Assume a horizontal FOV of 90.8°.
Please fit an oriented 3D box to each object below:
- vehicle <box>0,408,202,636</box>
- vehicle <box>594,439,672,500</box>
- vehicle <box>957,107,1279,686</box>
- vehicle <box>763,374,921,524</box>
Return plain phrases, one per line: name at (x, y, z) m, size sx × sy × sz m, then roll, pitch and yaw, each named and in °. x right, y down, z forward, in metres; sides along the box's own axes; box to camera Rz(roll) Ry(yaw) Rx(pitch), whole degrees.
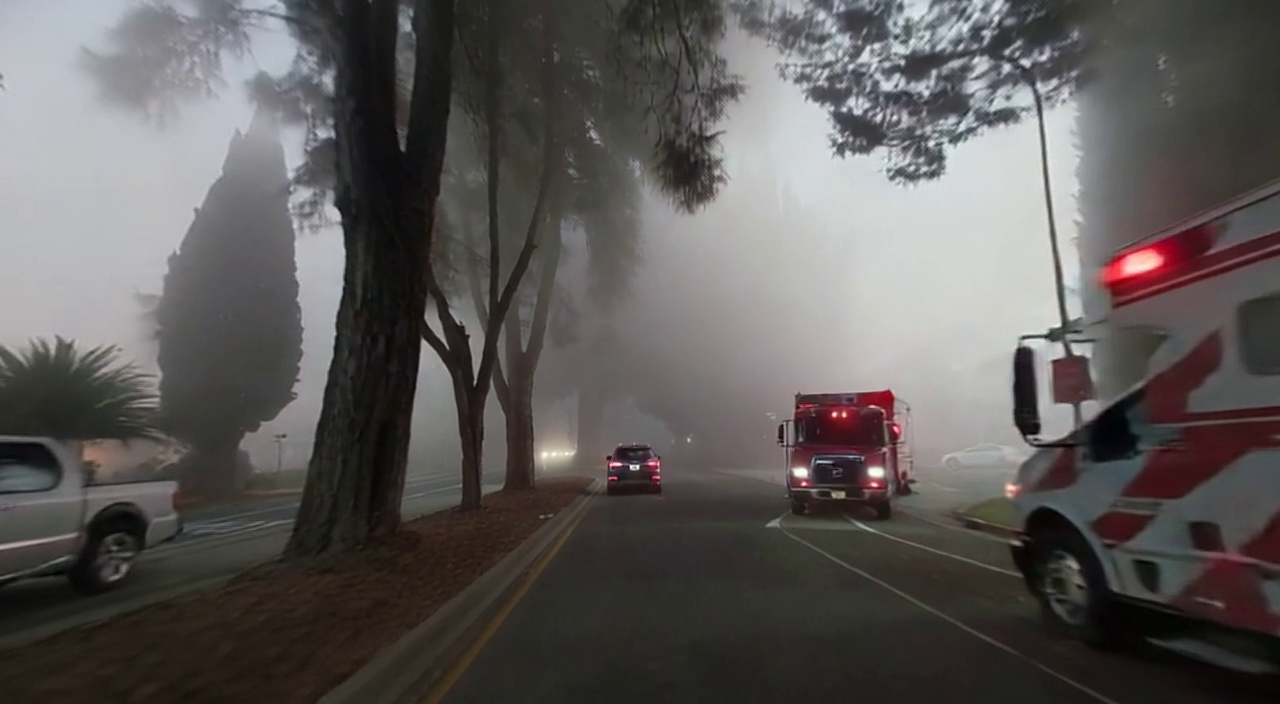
vehicle at (-6.407, 1.417, 5.270) m, size 2.165 × 1.876 × 4.903 m, roll 0°, pitch -8°, yaw -3°
vehicle at (-0.163, 3.476, 19.096) m, size 2.106 × 1.655 × 3.717 m, roll 0°, pitch -8°, yaw 1°
vehicle at (5.129, 0.012, 2.179) m, size 2.885 × 3.246 × 9.408 m, roll 0°, pitch -10°, yaw -2°
vehicle at (5.085, 2.365, 15.201) m, size 2.654 × 2.824 × 5.794 m, roll -7°, pitch -11°, yaw 24°
